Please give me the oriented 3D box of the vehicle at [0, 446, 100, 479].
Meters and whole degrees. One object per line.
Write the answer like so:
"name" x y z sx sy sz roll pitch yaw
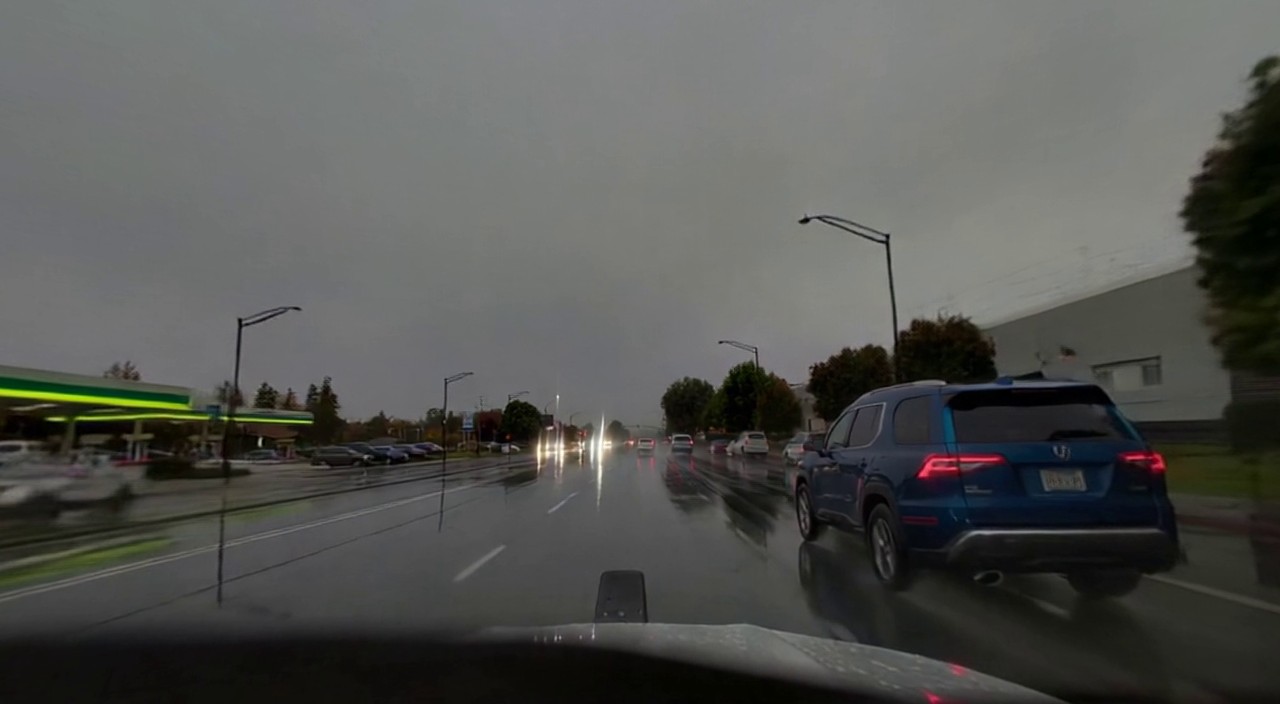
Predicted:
"vehicle" -32.753 6.053 34.622 1.925 1.680 4.396 -1 -9 1

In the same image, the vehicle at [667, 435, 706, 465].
"vehicle" 3.040 6.582 42.252 2.317 1.857 5.150 0 -8 1

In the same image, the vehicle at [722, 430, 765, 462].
"vehicle" 7.567 6.982 46.634 2.220 2.147 6.392 0 -8 1

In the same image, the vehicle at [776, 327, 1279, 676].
"vehicle" 2.955 1.173 5.989 2.246 1.963 4.777 0 -8 0
